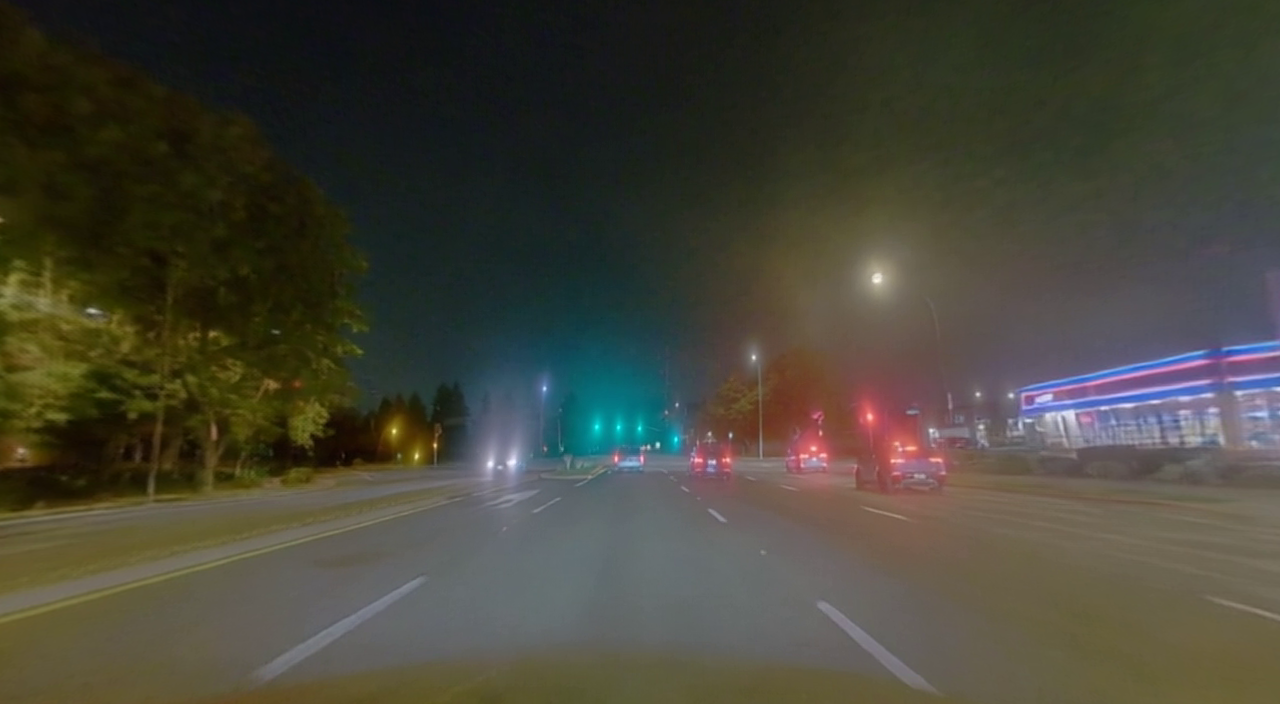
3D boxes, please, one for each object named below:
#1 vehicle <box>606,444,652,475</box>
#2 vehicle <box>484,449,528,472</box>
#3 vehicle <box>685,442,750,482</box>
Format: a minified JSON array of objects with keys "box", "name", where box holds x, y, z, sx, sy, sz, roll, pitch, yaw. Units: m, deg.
[{"box":[-0.500,5.516,32.722,2.242,1.474,4.127,0,-8,0],"name":"vehicle"},{"box":[-9.608,7.798,45.674,2.140,1.549,4.590,0,-8,1],"name":"vehicle"},{"box":[3.101,4.528,26.294,2.057,1.491,4.675,0,-8,-1],"name":"vehicle"}]
